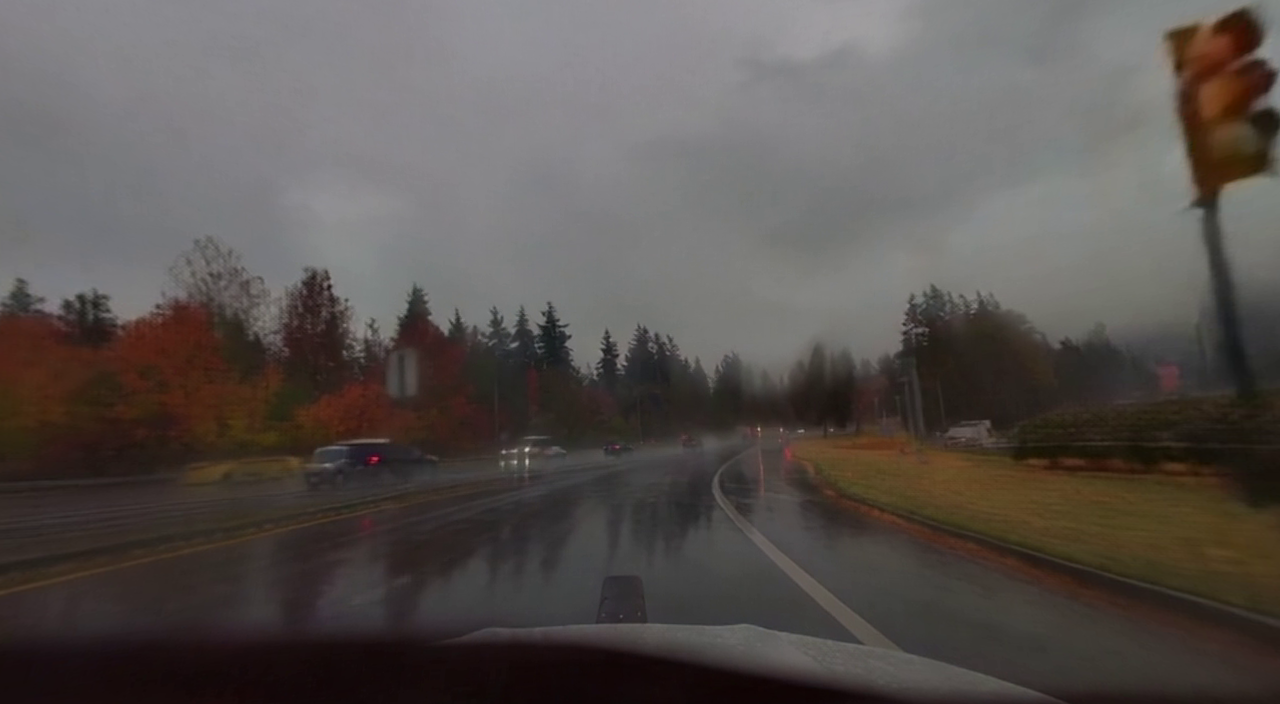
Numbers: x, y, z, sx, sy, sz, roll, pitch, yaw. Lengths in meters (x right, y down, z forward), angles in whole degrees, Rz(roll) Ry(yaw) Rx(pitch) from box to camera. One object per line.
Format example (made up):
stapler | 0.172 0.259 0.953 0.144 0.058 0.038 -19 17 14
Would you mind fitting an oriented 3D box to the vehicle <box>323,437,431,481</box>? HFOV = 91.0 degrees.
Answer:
vehicle | -13.375 5.461 32.441 2.368 2.012 5.021 -2 -9 17
